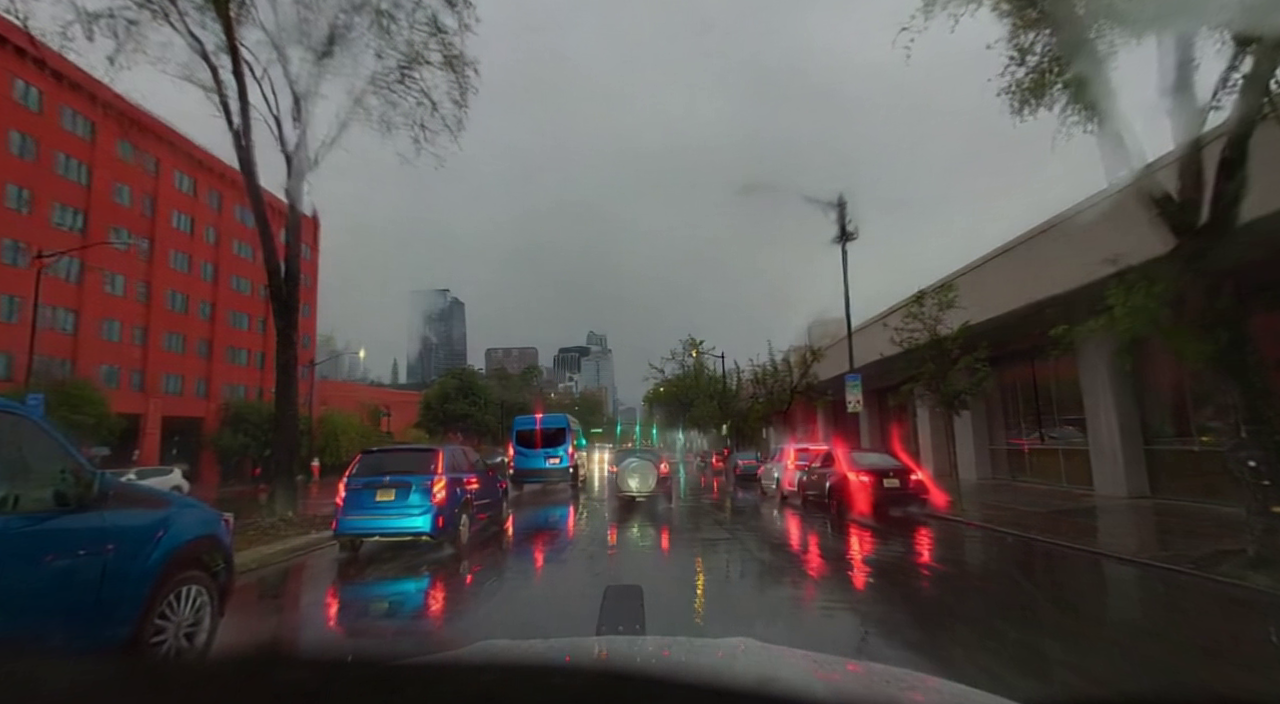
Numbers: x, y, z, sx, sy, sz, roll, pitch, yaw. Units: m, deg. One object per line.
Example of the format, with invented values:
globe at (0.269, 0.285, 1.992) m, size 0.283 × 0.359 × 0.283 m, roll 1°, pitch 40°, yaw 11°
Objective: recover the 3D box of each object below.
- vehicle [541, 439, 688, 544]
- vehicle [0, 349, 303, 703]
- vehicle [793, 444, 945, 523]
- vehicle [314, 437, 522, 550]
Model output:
vehicle at (-0.383, 2.369, 11.362) m, size 2.152 × 1.518 × 4.113 m, roll 0°, pitch -9°, yaw 0°
vehicle at (-3.704, 0.853, 2.444) m, size 2.140 × 1.768 × 4.685 m, roll 0°, pitch -9°, yaw 0°
vehicle at (4.912, 2.854, 14.203) m, size 1.832 × 1.491 × 4.054 m, roll 1°, pitch -9°, yaw -1°
vehicle at (-3.536, 2.326, 11.091) m, size 1.995 × 1.554 × 4.426 m, roll 0°, pitch -9°, yaw 1°
